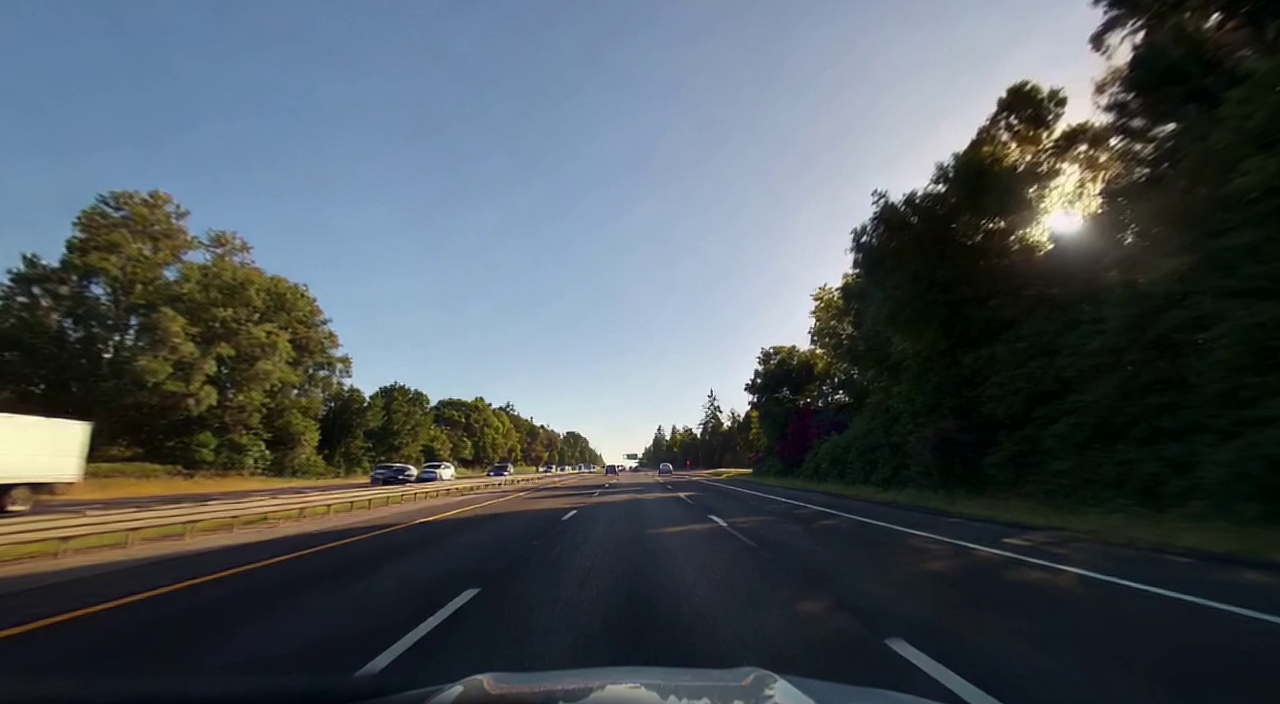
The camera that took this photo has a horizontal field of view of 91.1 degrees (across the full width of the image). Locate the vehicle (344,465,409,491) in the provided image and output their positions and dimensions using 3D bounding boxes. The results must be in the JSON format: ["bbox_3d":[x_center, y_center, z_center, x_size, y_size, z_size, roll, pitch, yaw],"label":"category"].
[{"bbox_3d":[-16.550,7.930,39.766,2.148,1.486,4.491,1,-10,0],"label":"vehicle"}]

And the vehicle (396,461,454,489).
[{"bbox_3d":[-12.791,7.341,37.609,1.890,1.484,4.369,1,-10,0],"label":"vehicle"}]
